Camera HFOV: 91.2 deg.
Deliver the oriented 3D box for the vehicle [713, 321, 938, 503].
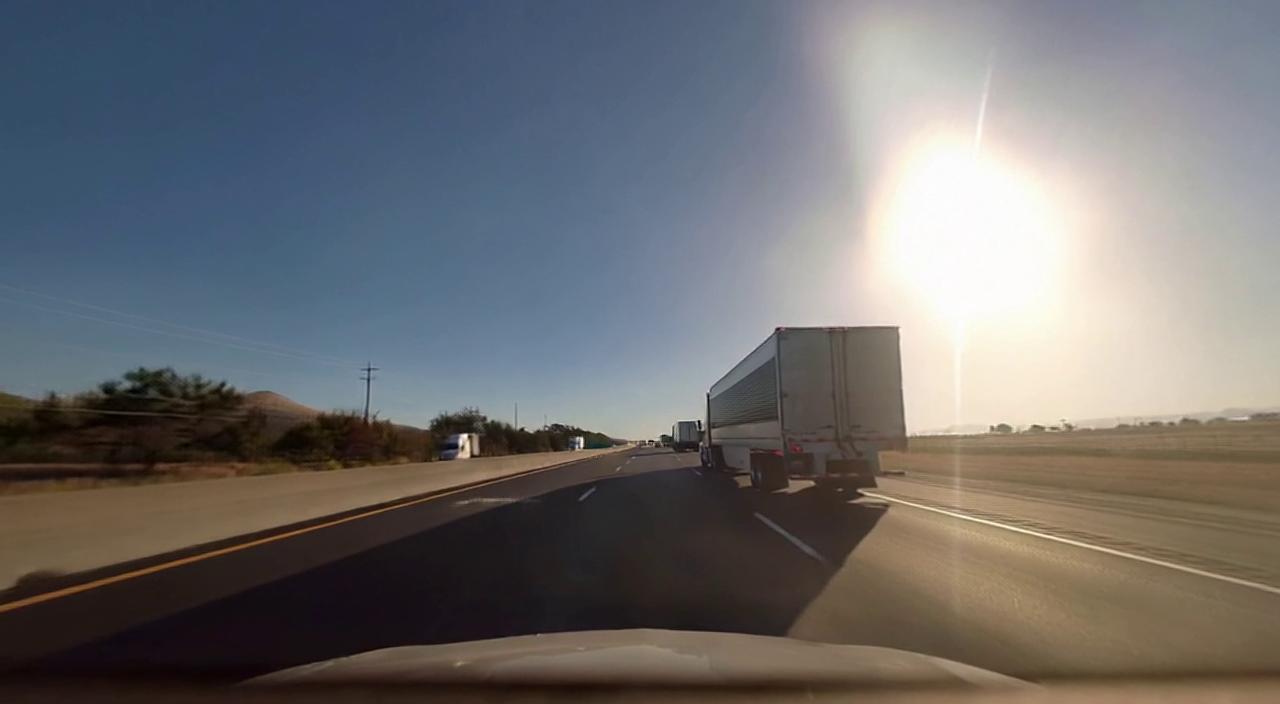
[{"bbox_3d":[4.844,2.352,20.950,3.485,3.975,14.489,0,-8,2],"label":"vehicle"}]
